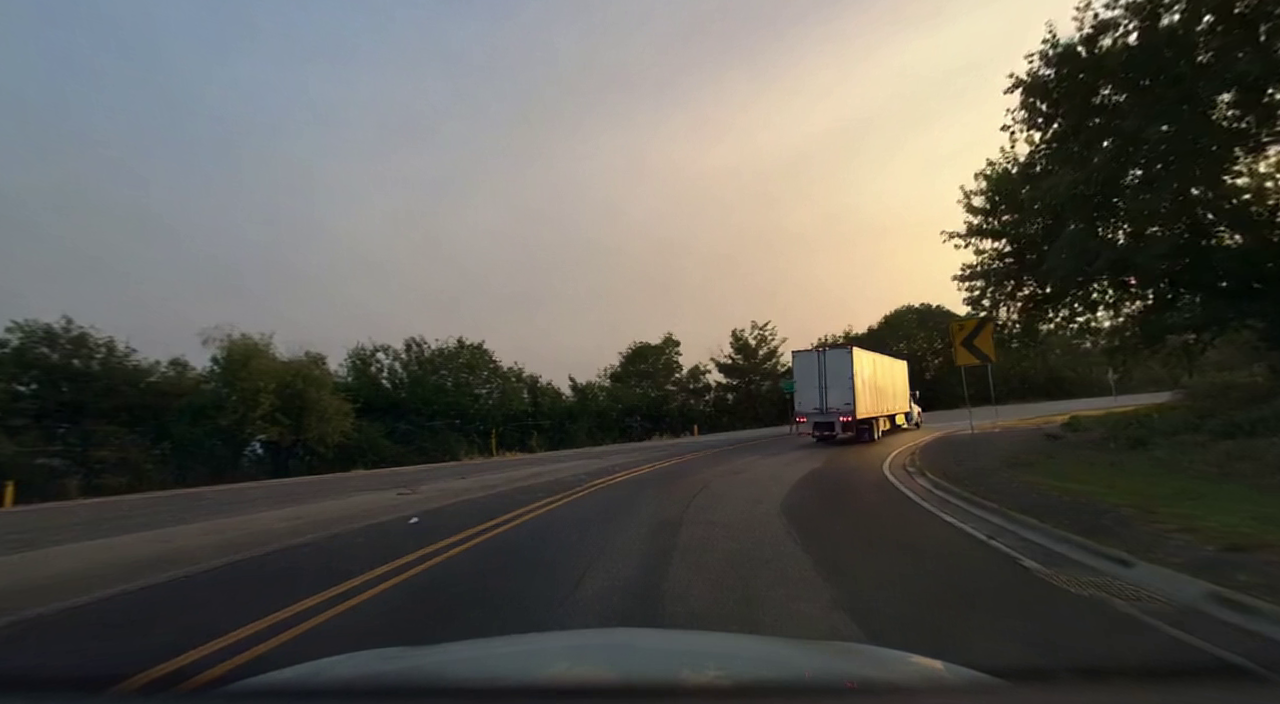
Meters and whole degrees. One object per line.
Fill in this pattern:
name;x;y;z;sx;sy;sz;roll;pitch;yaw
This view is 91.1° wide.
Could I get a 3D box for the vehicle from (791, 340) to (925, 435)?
vehicle;10.668;2.034;29.756;2.837;3.712;10.484;-6;-10;36
